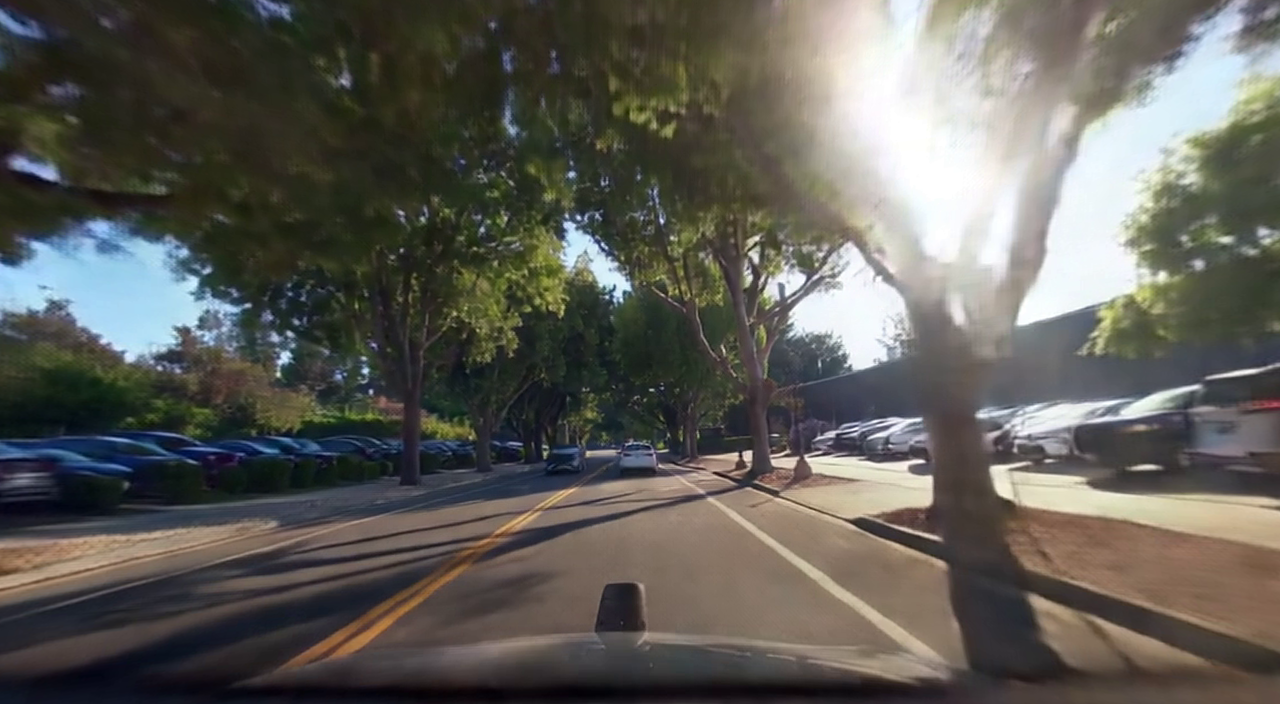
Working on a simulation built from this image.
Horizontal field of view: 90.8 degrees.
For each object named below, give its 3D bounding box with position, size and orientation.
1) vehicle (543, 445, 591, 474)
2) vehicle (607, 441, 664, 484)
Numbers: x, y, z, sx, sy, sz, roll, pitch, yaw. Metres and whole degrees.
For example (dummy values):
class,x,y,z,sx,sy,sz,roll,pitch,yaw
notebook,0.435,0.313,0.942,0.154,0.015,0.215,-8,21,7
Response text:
class,x,y,z,sx,sy,sz,roll,pitch,yaw
vehicle,-3.901,5.835,34.649,2.028,1.464,4.602,-1,-8,1
vehicle,-0.209,4.496,26.100,2.152,1.574,4.223,0,-8,-1
